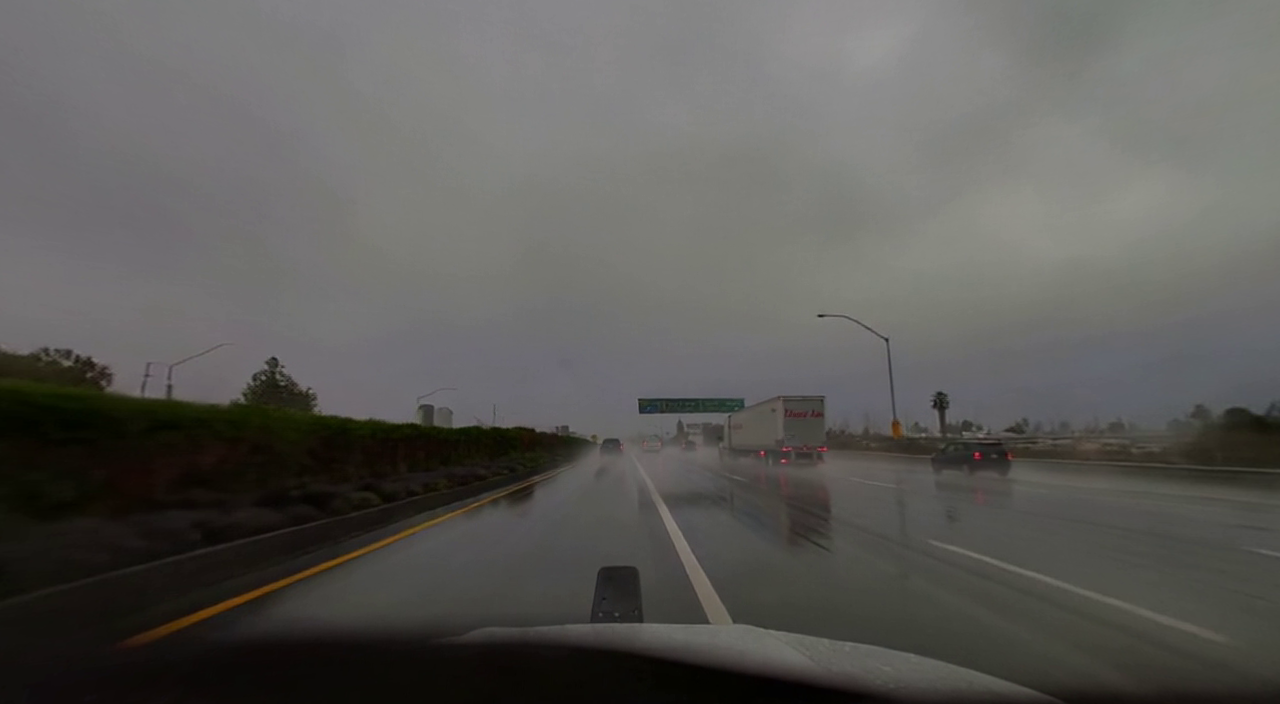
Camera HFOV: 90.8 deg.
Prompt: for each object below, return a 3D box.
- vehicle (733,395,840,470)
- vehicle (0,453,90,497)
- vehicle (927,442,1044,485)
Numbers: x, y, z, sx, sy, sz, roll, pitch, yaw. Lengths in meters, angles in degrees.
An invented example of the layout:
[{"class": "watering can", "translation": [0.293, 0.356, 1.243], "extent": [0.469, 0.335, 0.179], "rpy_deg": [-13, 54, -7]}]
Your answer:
[{"class": "vehicle", "translation": [9.233, 5.645, 42.990], "extent": [2.892, 4.128, 16.495], "rpy_deg": [0, -9, -2]}, {"class": "vehicle", "translation": [-25.088, 4.876, 25.272], "extent": [1.942, 1.579, 4.642], "rpy_deg": [0, -9, 0]}, {"class": "vehicle", "translation": [13.074, 4.219, 24.276], "extent": [1.862, 1.462, 4.459], "rpy_deg": [0, -9, -1]}]
